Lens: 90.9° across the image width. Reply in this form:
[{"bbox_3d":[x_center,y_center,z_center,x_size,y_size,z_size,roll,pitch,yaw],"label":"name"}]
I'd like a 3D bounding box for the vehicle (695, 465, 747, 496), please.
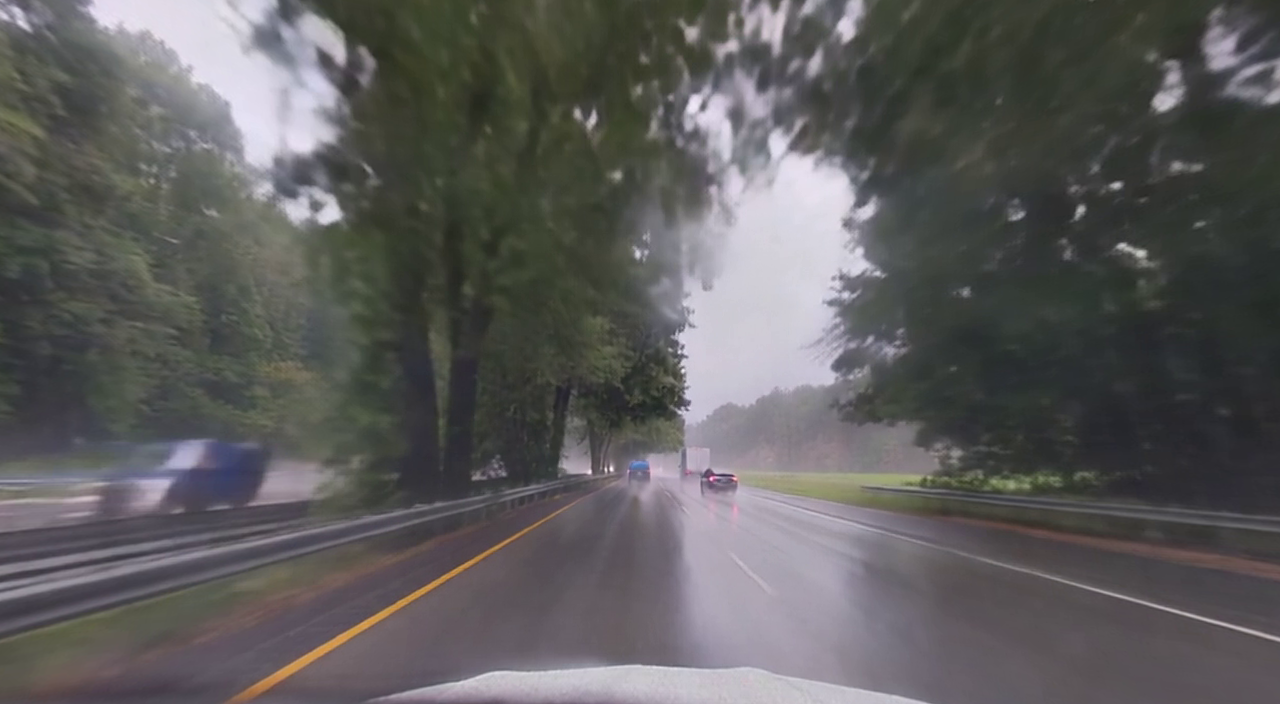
[{"bbox_3d":[4.310,6.959,34.323,2.073,1.532,4.969,1,-10,-1],"label":"vehicle"}]

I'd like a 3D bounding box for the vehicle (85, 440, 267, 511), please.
[{"bbox_3d":[-14.037,3.793,19.521,2.015,1.874,4.639,1,-10,0],"label":"vehicle"}]

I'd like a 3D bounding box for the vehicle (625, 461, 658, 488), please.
[{"bbox_3d":[0.133,8.623,44.428,2.212,1.717,4.452,0,-10,1],"label":"vehicle"}]
